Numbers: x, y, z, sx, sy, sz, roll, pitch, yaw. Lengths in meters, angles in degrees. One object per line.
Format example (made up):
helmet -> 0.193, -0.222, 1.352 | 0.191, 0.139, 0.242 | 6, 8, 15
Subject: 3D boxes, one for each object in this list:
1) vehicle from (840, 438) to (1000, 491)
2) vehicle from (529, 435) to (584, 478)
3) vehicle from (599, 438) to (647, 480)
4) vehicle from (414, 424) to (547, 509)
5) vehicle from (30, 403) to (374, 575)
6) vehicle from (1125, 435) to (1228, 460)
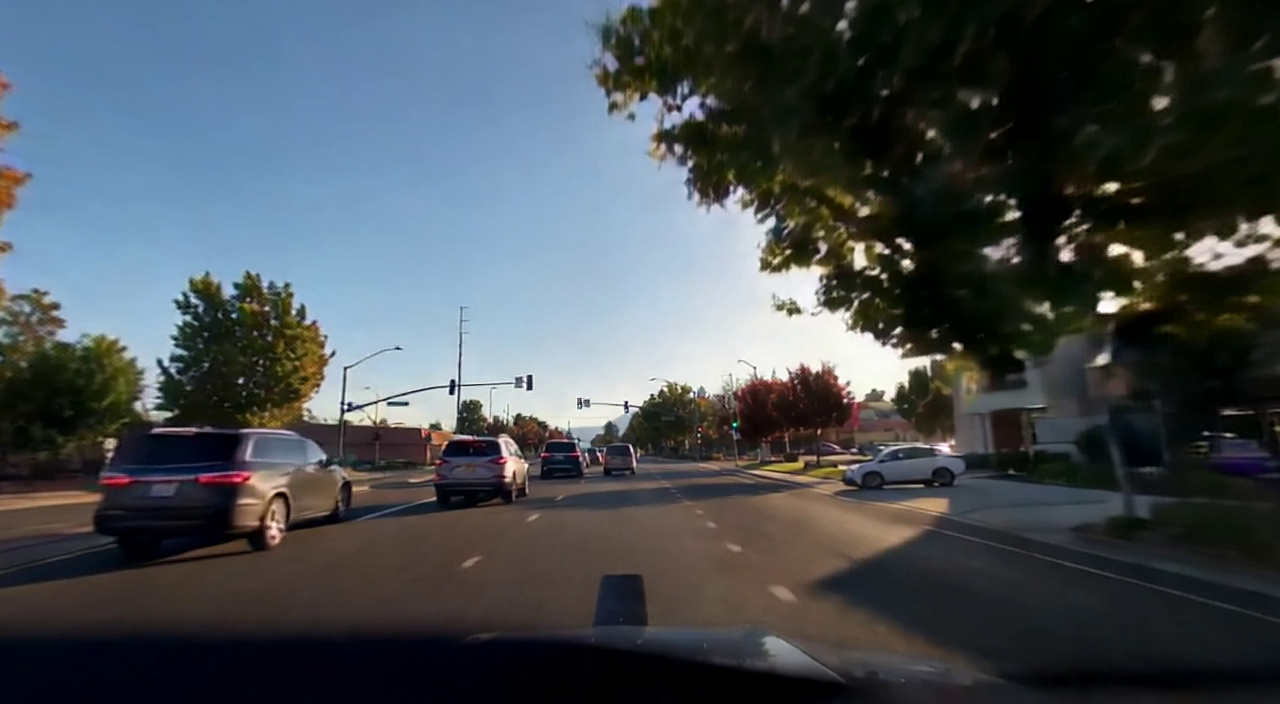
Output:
vehicle -> 9.780, 3.908, 22.229 | 4.734, 1.726, 2.039 | 1, -9, -11
vehicle -> -4.232, 5.406, 32.933 | 2.252, 1.999, 5.605 | 0, -8, -1
vehicle -> -0.783, 4.984, 29.652 | 2.061, 1.809, 4.141 | 0, -9, -1
vehicle -> -3.964, 2.948, 16.738 | 2.159, 1.877, 4.925 | 0, -9, 1
vehicle -> -5.682, 1.813, 9.194 | 2.093, 1.803, 4.668 | 1, -9, -7
vehicle -> 32.215, 5.750, 38.044 | 4.438, 1.423, 1.897 | 0, -9, -1
